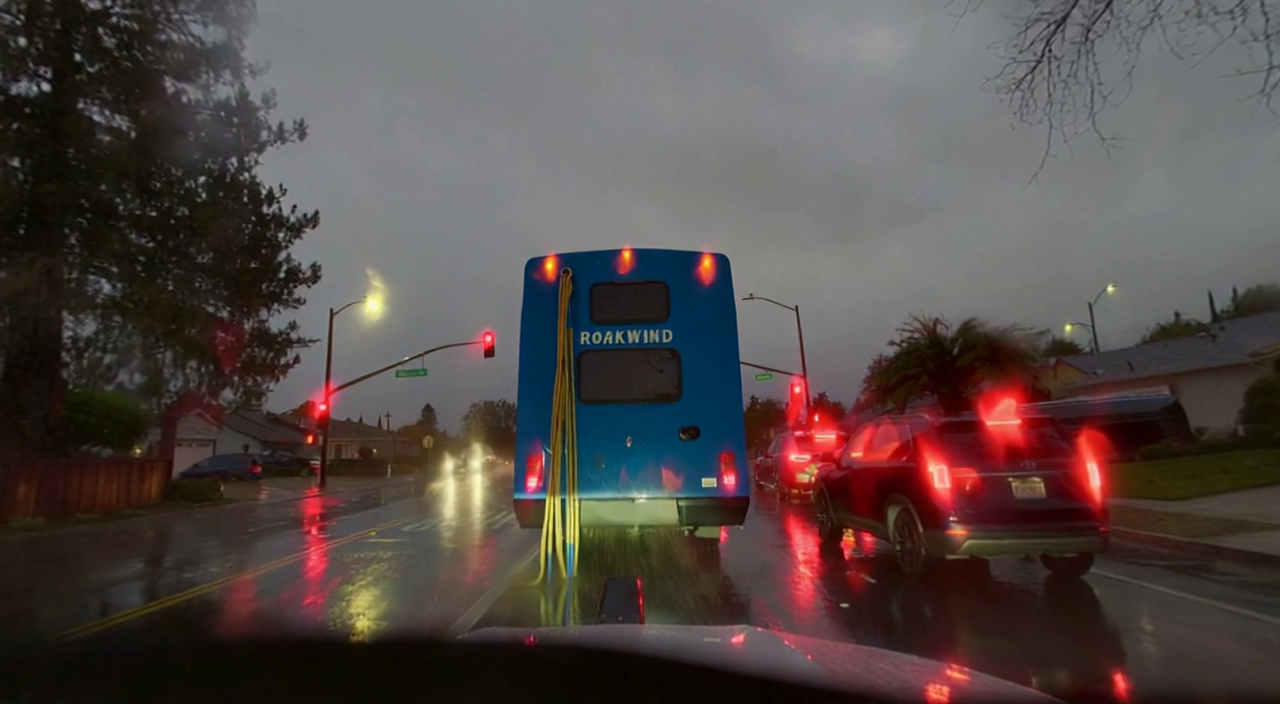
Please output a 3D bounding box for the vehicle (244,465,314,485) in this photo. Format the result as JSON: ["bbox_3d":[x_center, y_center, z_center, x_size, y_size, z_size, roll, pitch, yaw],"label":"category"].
[{"bbox_3d":[-27.435,9.362,48.125,4.187,1.445,1.809,0,-9,0],"label":"vehicle"}]

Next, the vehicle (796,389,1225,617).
[{"bbox_3d":[3.409,1.489,7.136,2.104,1.735,4.408,0,-9,0],"label":"vehicle"}]

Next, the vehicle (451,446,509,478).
[{"bbox_3d":[-9.076,6.273,36.328,2.110,1.713,4.449,0,-9,1],"label":"vehicle"}]

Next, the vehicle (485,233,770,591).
[{"bbox_3d":[-0.117,1.128,10.308,2.709,3.511,8.213,0,-9,0],"label":"vehicle"}]

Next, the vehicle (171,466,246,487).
[{"bbox_3d":[-32.697,9.409,47.957,4.311,1.458,1.707,0,-9,-2],"label":"vehicle"}]

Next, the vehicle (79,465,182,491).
[{"bbox_3d":[-33.442,8.262,41.555,4.954,1.506,2.014,0,-9,-2],"label":"vehicle"}]
